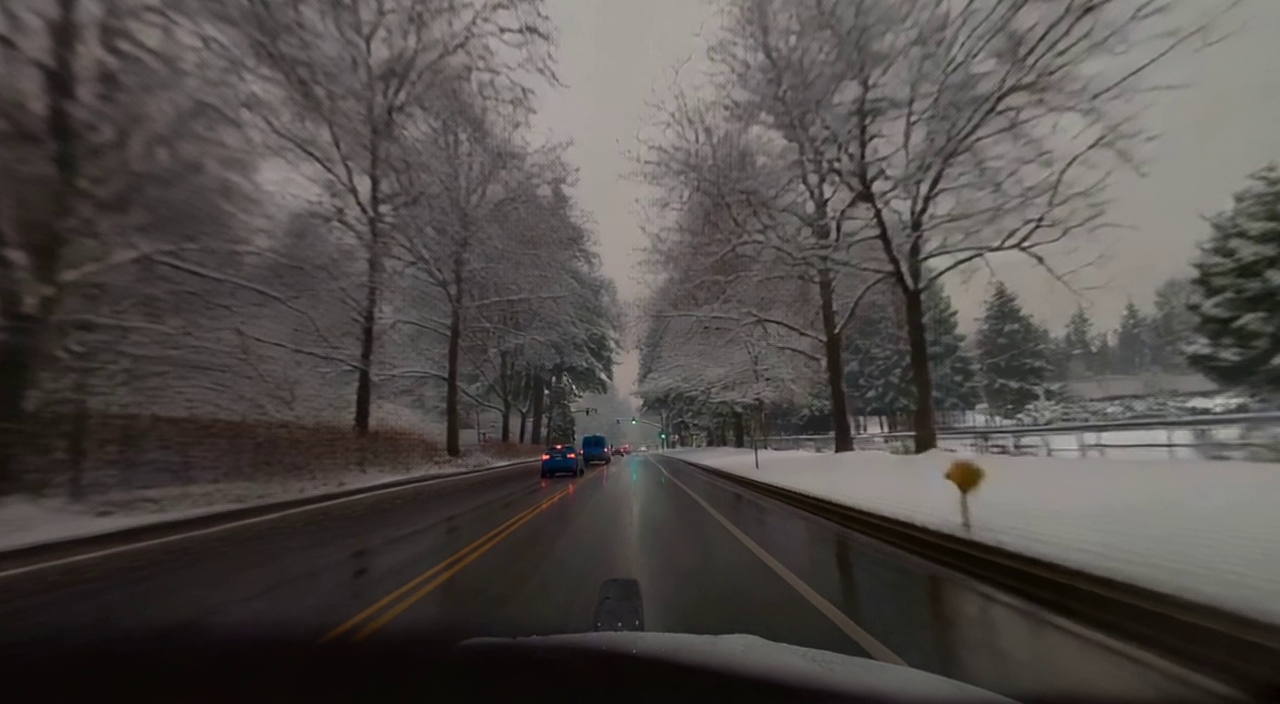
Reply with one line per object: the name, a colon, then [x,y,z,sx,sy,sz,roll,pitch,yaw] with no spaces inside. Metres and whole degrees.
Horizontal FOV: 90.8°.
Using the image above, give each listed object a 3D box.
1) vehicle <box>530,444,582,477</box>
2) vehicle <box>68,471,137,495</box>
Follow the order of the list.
vehicle: [-3.970,5.210,30.475,2.009,1.473,4.028,0,-9,-1]
vehicle: [-37.115,9.027,43.698,1.686,1.432,3.673,1,-9,-5]
